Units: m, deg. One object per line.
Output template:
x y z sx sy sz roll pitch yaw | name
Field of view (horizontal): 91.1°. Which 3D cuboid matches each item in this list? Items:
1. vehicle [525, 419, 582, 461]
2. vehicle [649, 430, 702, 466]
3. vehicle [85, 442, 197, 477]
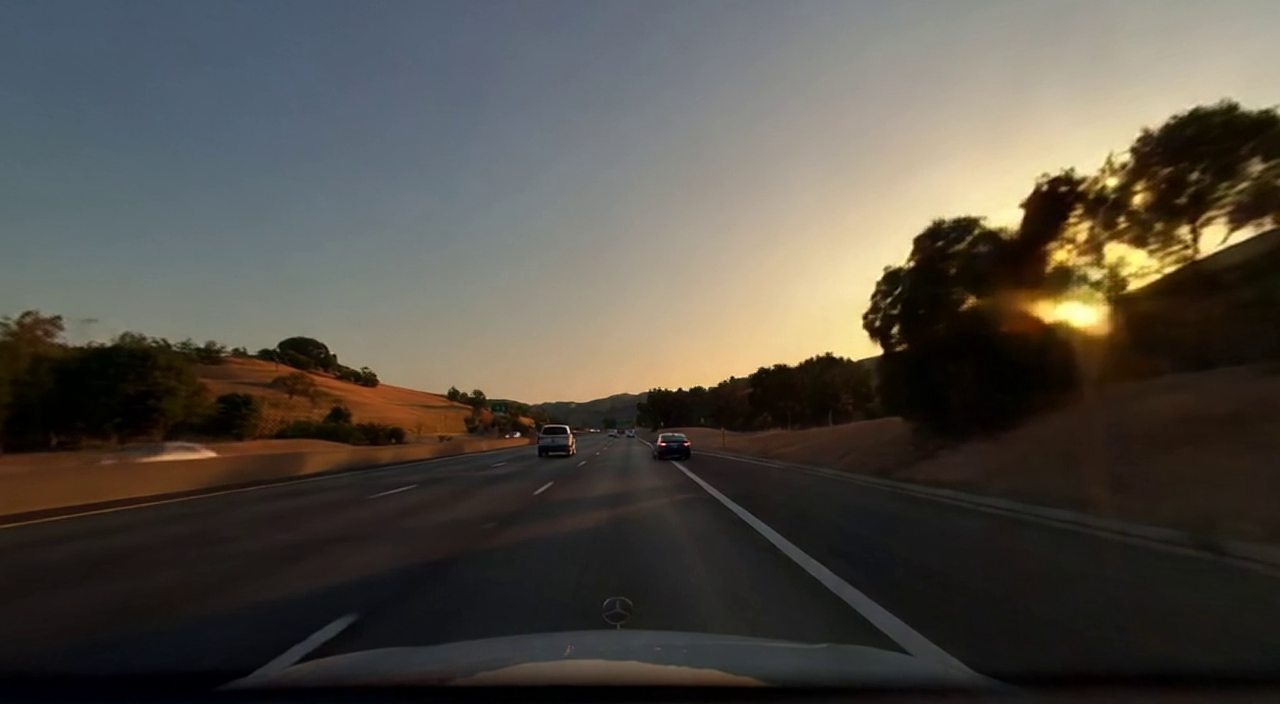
-4.280 4.464 31.889 2.251 1.938 4.708 0 -8 0 | vehicle
1.502 4.250 28.113 1.948 1.470 3.913 0 -8 -3 | vehicle
-23.272 4.987 29.542 1.821 1.499 4.176 0 -8 0 | vehicle
